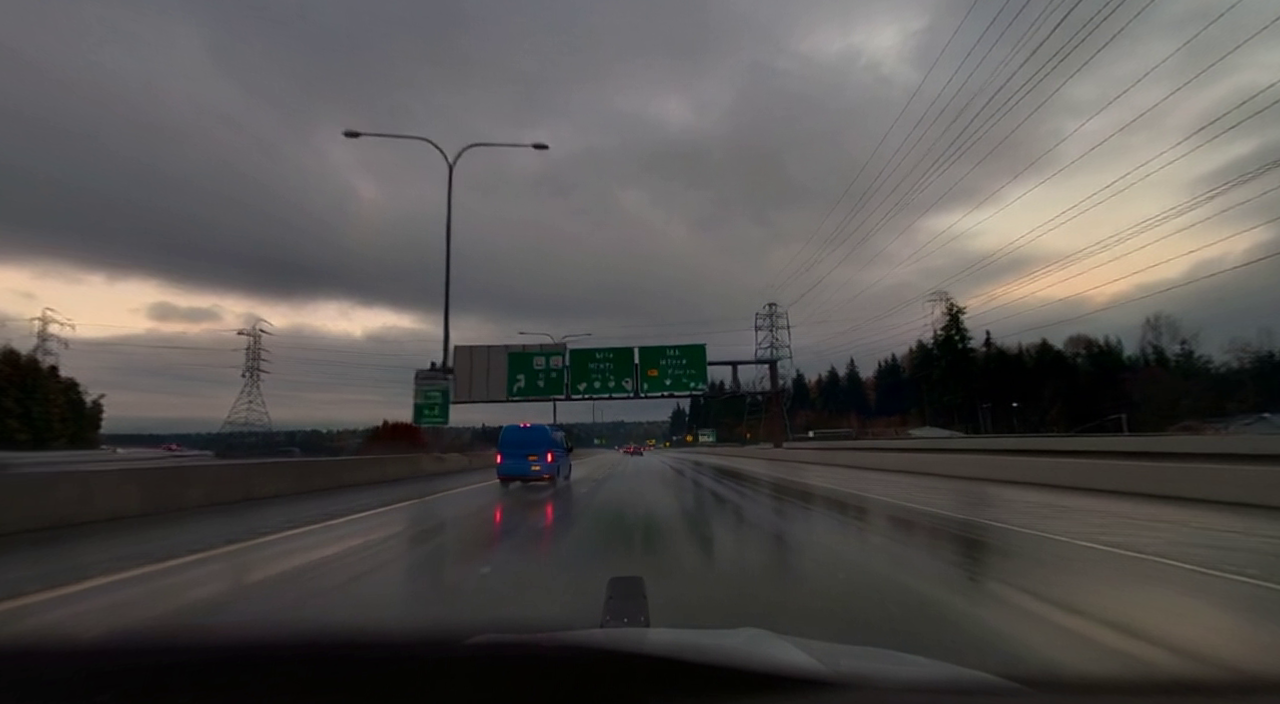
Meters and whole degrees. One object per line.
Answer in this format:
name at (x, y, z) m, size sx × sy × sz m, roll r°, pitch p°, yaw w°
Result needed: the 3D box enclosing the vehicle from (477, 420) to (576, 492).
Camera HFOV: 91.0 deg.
vehicle at (-3.462, 3.272, 20.152) m, size 2.281 × 2.025 × 4.586 m, roll 0°, pitch -8°, yaw 0°
